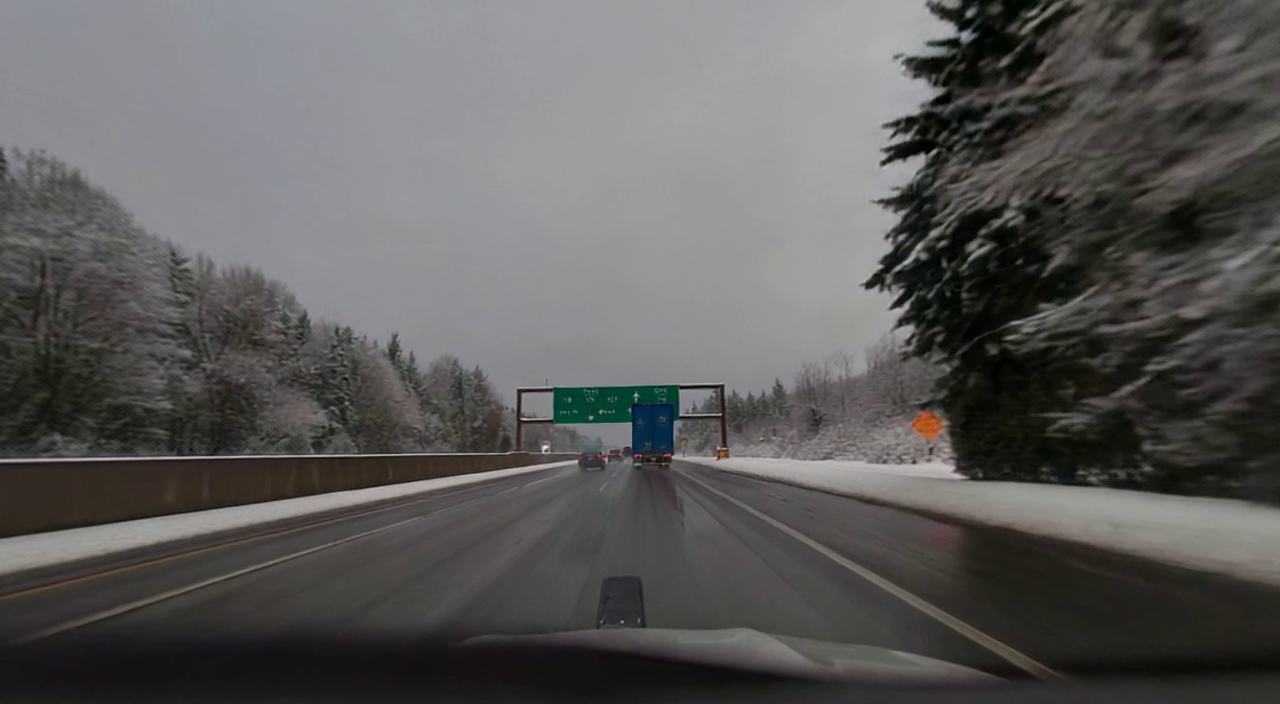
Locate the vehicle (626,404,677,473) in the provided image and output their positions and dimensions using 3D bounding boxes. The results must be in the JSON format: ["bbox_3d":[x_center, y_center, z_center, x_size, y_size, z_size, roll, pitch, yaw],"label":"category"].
[{"bbox_3d":[0.694,5.904,42.604,3.022,4.072,10.318,0,-9,0],"label":"vehicle"}]

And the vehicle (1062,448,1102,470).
[{"bbox_3d":[31.313,7.507,44.560,1.958,1.442,4.396,-7,-11,38],"label":"vehicle"}]

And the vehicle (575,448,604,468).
[{"bbox_3d":[-3.841,8.092,48.355,1.873,1.469,3.601,0,-9,0],"label":"vehicle"}]
